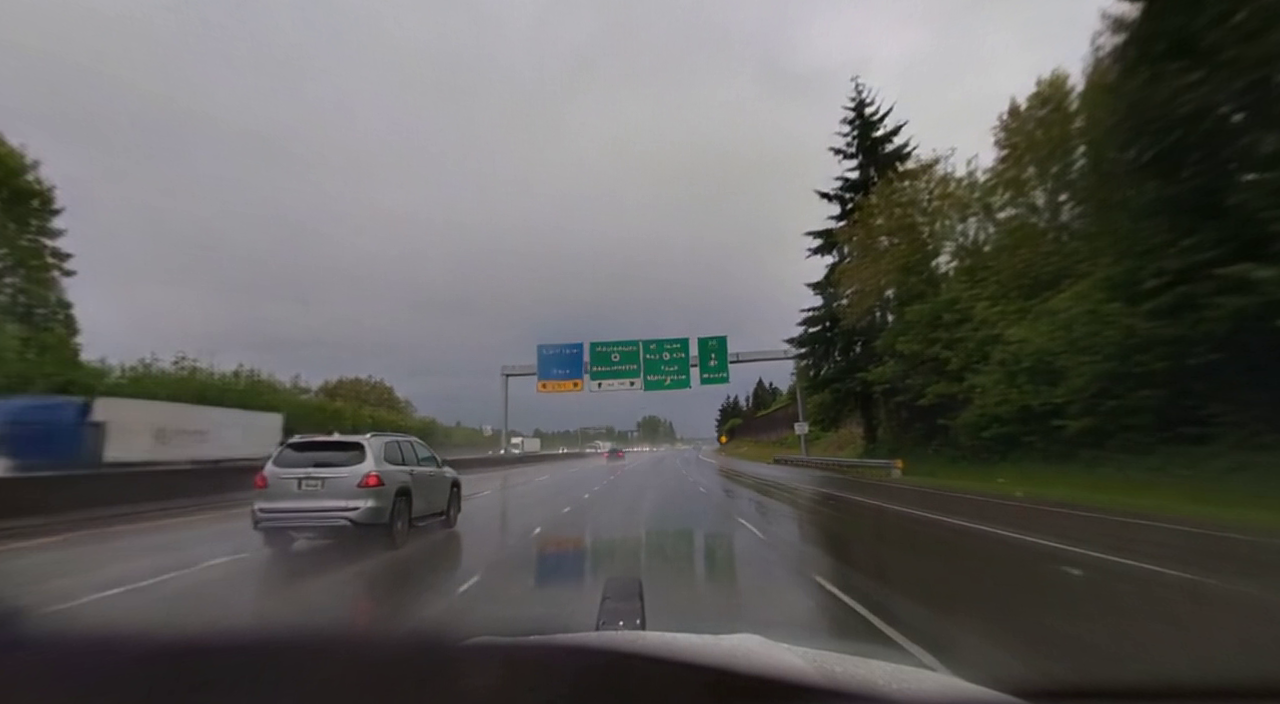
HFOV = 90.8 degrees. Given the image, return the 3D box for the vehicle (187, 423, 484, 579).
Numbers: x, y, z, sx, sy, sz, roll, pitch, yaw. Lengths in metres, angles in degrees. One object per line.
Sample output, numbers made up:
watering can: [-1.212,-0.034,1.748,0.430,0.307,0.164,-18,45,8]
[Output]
vehicle: [-3.745,1.893,8.804,2.016,1.623,4.126,0,-9,1]

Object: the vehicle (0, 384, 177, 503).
vehicle: [-23.274,3.541,24.284,3.021,4.007,9.991,0,-9,2]
